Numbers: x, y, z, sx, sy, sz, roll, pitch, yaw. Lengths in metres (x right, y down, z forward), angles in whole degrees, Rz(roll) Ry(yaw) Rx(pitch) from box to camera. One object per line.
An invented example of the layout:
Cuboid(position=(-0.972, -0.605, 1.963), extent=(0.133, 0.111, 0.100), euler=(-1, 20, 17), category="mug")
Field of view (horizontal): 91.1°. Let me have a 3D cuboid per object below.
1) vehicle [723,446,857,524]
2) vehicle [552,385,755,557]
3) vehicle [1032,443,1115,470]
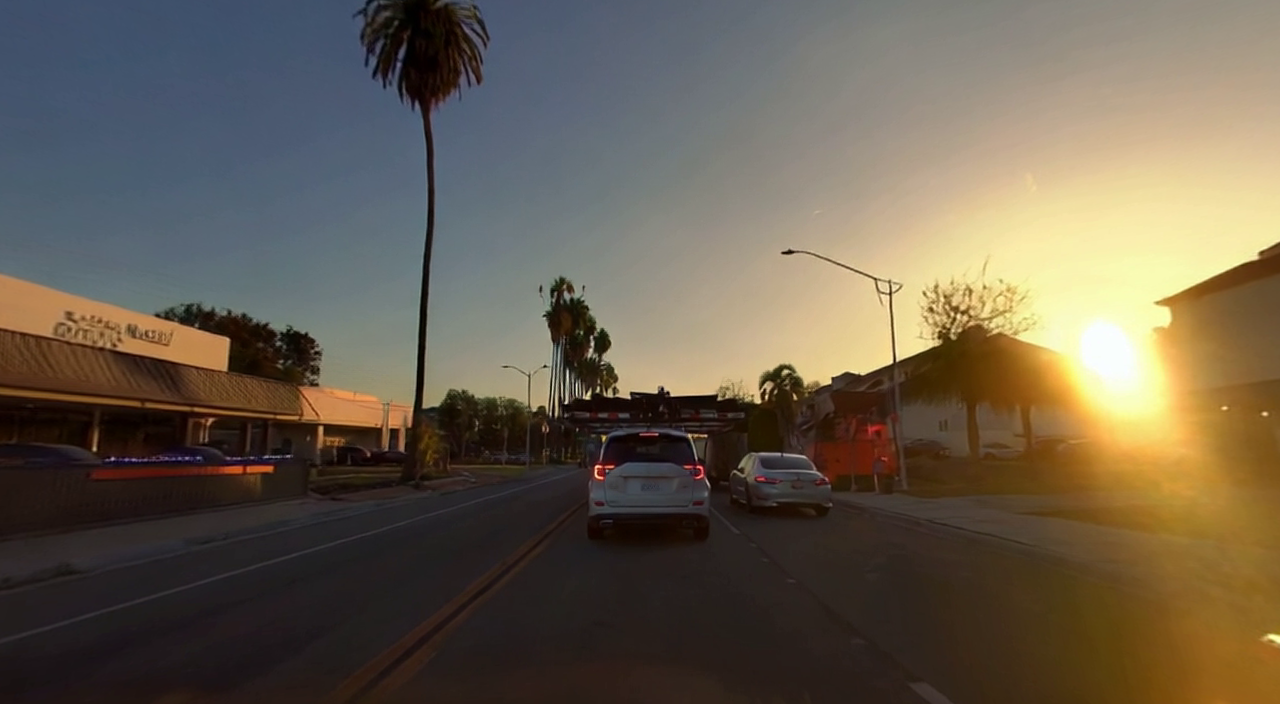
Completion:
Cuboid(position=(3.198, 2.908, 14.330), extent=(2.010, 1.499, 4.107), euler=(0, -9, 0), category="vehicle")
Cuboid(position=(0.187, 2.093, 11.800), extent=(2.728, 2.305, 6.506), euler=(0, -9, 0), category="vehicle")
Cuboid(position=(28.529, 6.864, 41.500), extent=(4.193, 1.633, 1.928), euler=(-4, -9, 26), category="vehicle")
